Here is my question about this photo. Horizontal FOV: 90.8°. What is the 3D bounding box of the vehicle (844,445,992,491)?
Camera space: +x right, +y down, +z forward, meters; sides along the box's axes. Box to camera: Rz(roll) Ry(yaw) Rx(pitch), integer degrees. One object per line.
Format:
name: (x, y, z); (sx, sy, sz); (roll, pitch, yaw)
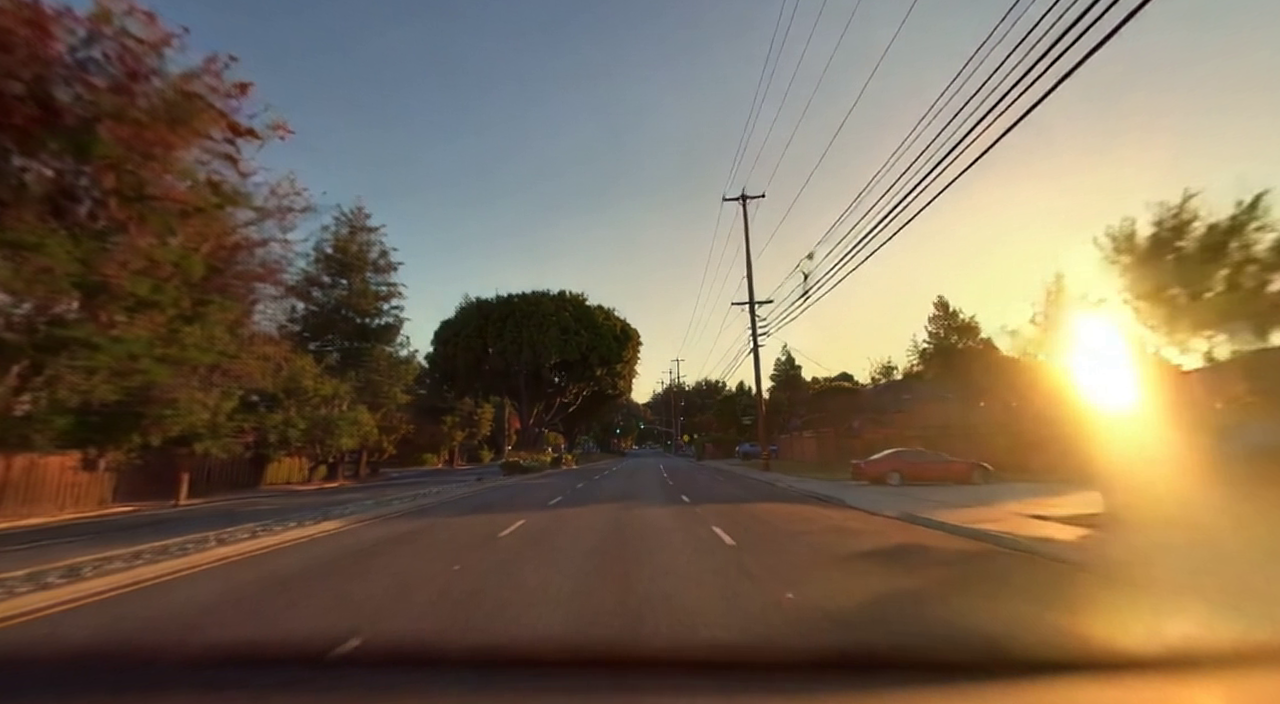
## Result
vehicle: (9.303, 3.883, 21.354); (4.159, 1.408, 1.822); (2, -8, -5)
